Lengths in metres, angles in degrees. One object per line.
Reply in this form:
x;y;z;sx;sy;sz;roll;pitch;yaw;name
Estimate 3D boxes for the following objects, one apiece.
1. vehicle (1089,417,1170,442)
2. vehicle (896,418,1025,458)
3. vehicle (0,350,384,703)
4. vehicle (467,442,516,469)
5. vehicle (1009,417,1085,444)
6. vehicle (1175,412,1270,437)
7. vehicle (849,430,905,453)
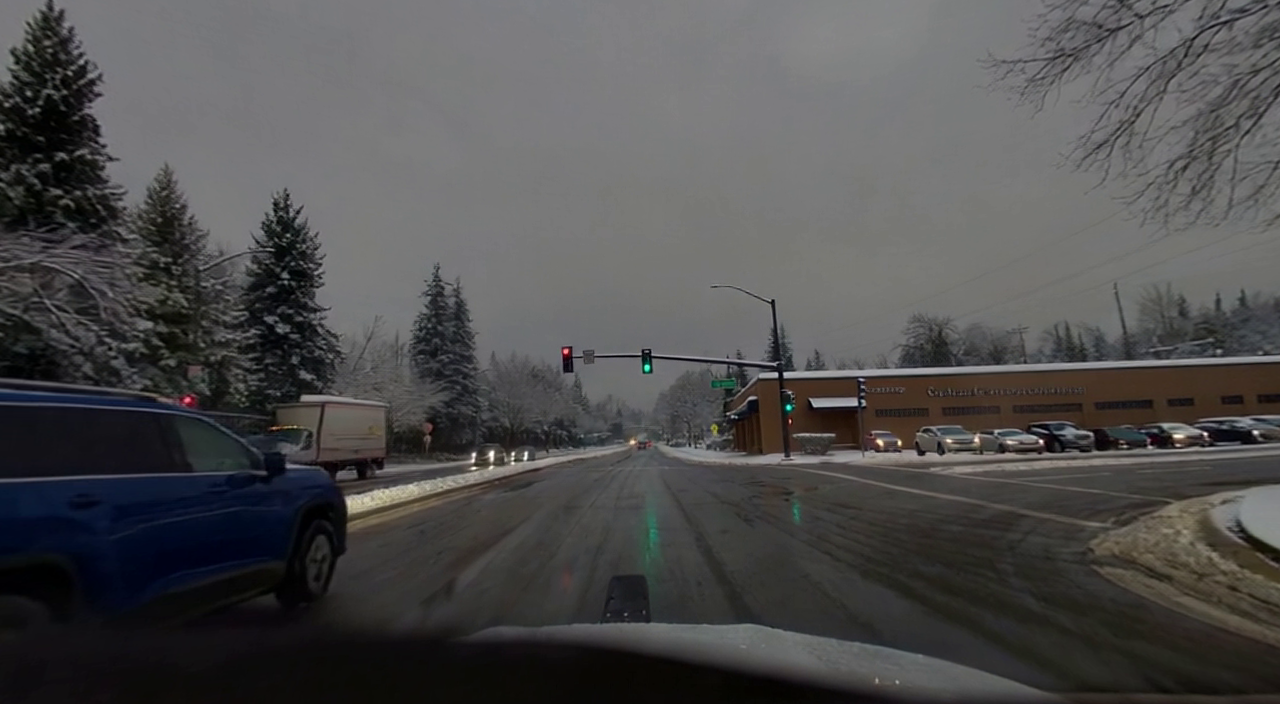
31.345;5.003;40.524;1.823;1.480;4.003;0;-8;-4;vehicle
13.978;3.775;27.677;4.566;1.670;2.000;0;-8;-2;vehicle
-3.404;1.023;3.698;1.934;1.649;4.490;0;-8;0;vehicle
-9.272;6.481;39.701;2.026;1.616;4.199;0;-8;1;vehicle
26.312;5.153;40.966;2.011;1.656;4.163;0;-8;-3;vehicle
38.418;4.816;41.724;1.715;1.480;4.701;0;-8;-1;vehicle
17.274;6.545;46.028;3.329;1.415;1.821;-5;-9;2;vehicle
